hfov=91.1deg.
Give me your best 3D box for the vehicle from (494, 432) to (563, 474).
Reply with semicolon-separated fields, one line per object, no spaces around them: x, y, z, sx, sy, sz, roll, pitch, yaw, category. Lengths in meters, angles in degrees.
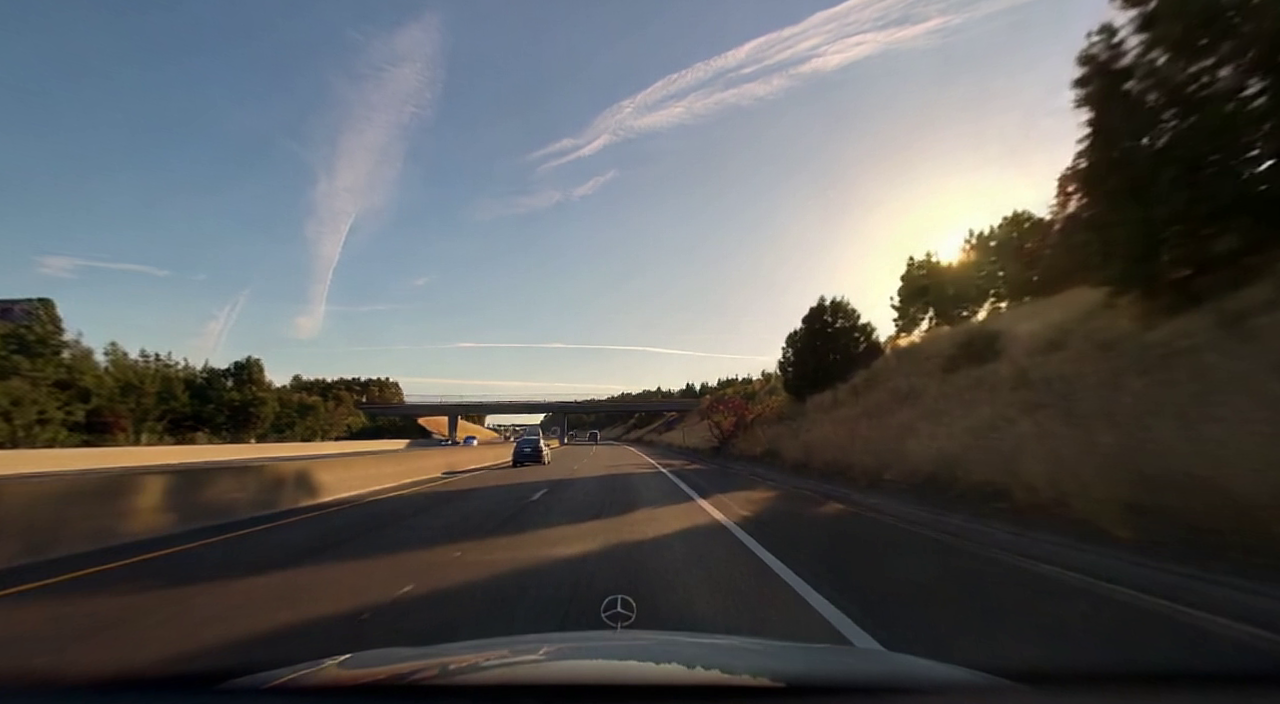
-4.337;3.981;25.170;2.005;1.509;4.260;0;-8;-1;vehicle
